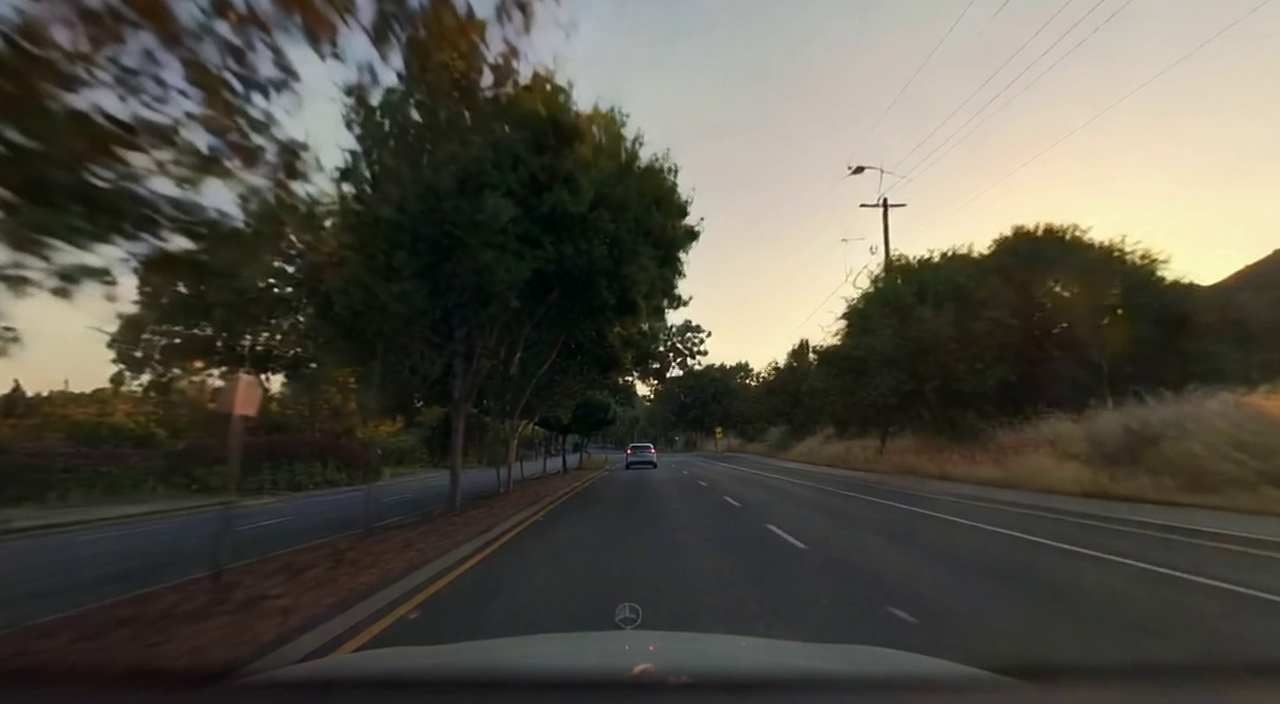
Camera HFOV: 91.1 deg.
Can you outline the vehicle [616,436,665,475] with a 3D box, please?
[{"bbox_3d":[0.018,5.056,30.858,2.256,1.734,4.176,0,-8,0],"label":"vehicle"}]
